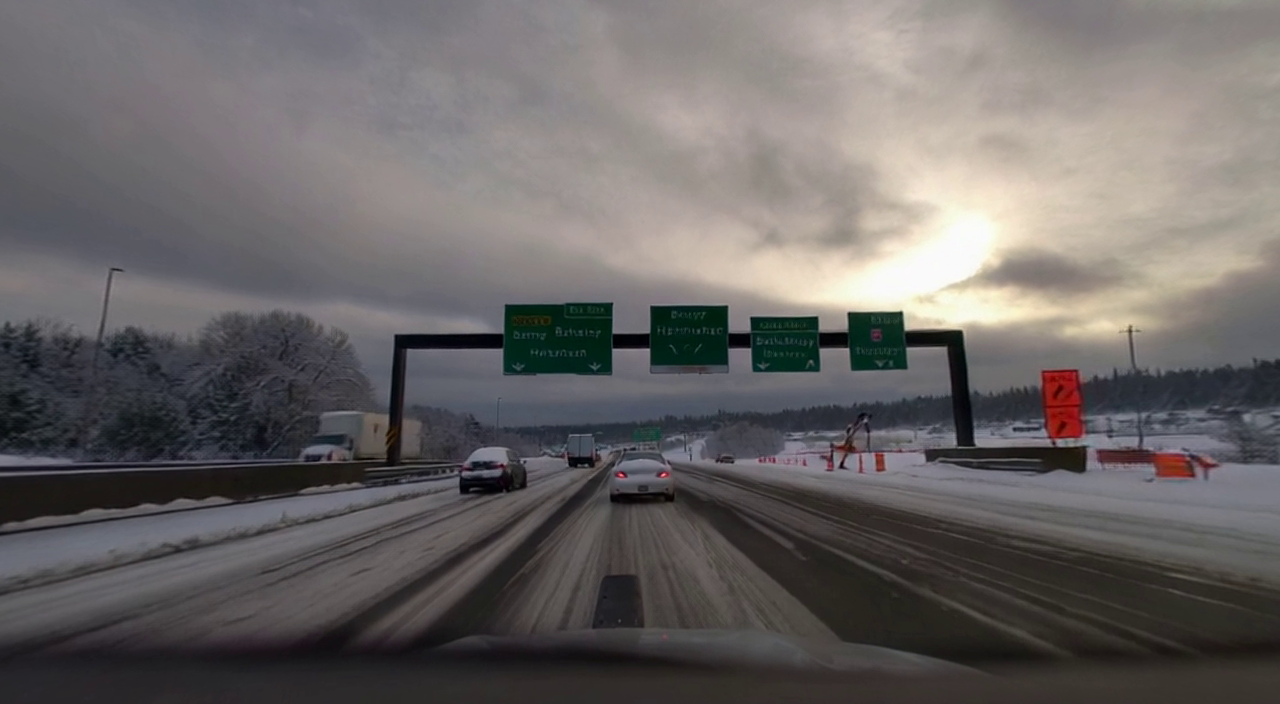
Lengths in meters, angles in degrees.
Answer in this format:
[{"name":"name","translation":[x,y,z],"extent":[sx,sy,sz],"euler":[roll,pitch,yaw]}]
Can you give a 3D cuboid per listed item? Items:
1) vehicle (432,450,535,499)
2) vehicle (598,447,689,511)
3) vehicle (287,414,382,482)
[{"name":"vehicle","translation":[-4.941,3.943,20.541],"extent":[2.063,1.417,4.000],"euler":[-1,-9,4]},{"name":"vehicle","translation":[0.064,3.201,16.237],"extent":[2.080,1.451,3.512],"euler":[0,-9,0]},{"name":"vehicle","translation":[-19.355,6.148,40.273],"extent":[2.979,3.948,5.862],"euler":[0,-9,0]}]
